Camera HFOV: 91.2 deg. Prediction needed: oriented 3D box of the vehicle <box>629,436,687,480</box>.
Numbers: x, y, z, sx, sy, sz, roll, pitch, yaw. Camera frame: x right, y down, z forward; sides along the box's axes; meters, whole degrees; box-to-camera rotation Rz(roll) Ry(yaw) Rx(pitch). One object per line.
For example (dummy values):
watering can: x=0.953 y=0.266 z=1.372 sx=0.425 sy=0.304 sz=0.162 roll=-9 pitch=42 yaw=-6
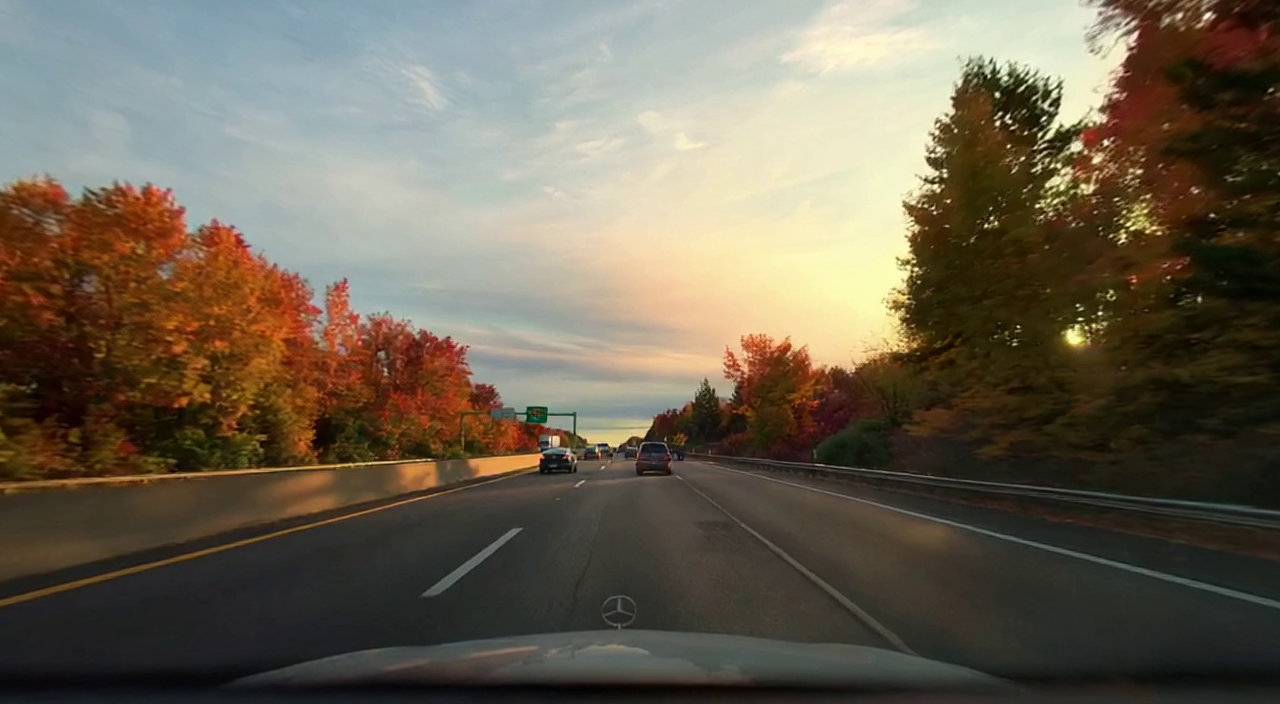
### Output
vehicle: x=0.658 y=4.488 z=26.765 sx=2.250 sy=1.718 sz=4.358 roll=0 pitch=-9 yaw=-1

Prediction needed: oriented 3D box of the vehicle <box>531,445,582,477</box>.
vehicle: x=-4.002 y=5.292 z=30.603 sx=2.037 sy=1.418 sz=3.793 roll=0 pitch=-9 yaw=-1
